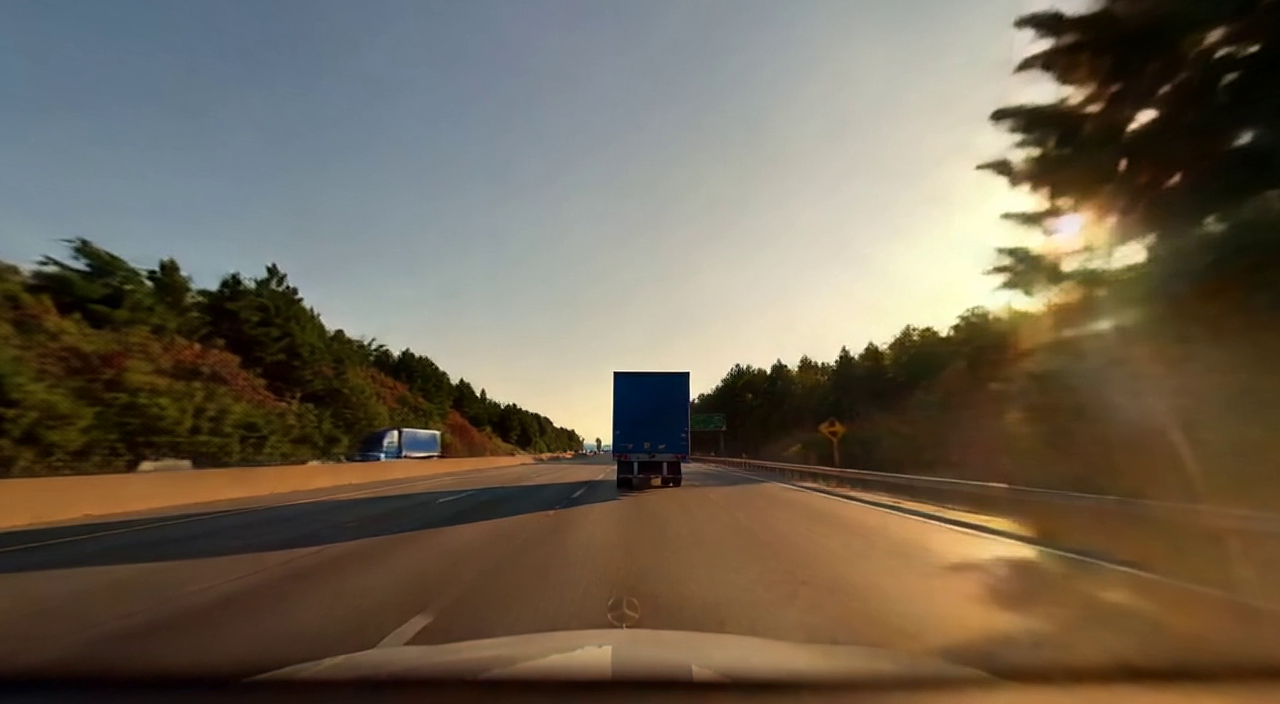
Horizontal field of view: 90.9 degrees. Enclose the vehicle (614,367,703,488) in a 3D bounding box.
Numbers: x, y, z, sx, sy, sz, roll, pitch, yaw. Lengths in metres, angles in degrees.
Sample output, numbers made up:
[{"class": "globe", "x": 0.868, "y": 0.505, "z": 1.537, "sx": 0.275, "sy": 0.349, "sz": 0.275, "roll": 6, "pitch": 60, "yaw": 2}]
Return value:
[{"class": "vehicle", "x": 0.554, "y": 3.247, "z": 25.908, "sx": 2.898, "sy": 3.973, "sz": 10.063, "roll": 0, "pitch": -9, "yaw": -1}]
